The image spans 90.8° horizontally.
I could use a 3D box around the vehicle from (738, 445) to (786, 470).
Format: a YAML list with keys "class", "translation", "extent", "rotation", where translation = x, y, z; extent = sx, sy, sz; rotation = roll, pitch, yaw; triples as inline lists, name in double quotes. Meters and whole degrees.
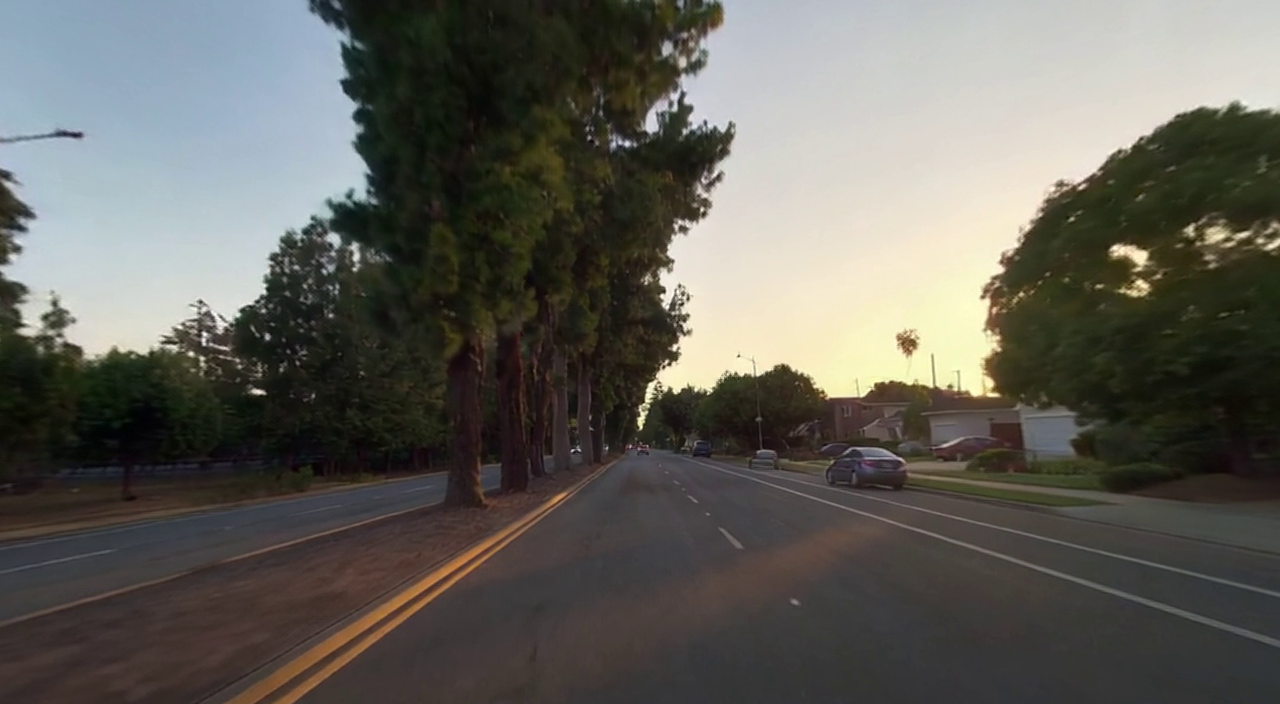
- class: "vehicle"
  translation: [7.494, 6.520, 39.240]
  extent: [1.967, 1.449, 4.645]
  rotation: [0, -9, -1]

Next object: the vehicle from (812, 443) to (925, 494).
- class: "vehicle"
  translation: [7.336, 3.768, 20.841]
  extent: [2.010, 1.469, 4.548]
  rotation: [0, -9, 0]

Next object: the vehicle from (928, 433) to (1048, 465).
- class: "vehicle"
  translation: [17.702, 4.966, 32.290]
  extent: [4.793, 1.537, 2.353]
  rotation: [0, -9, -5]
